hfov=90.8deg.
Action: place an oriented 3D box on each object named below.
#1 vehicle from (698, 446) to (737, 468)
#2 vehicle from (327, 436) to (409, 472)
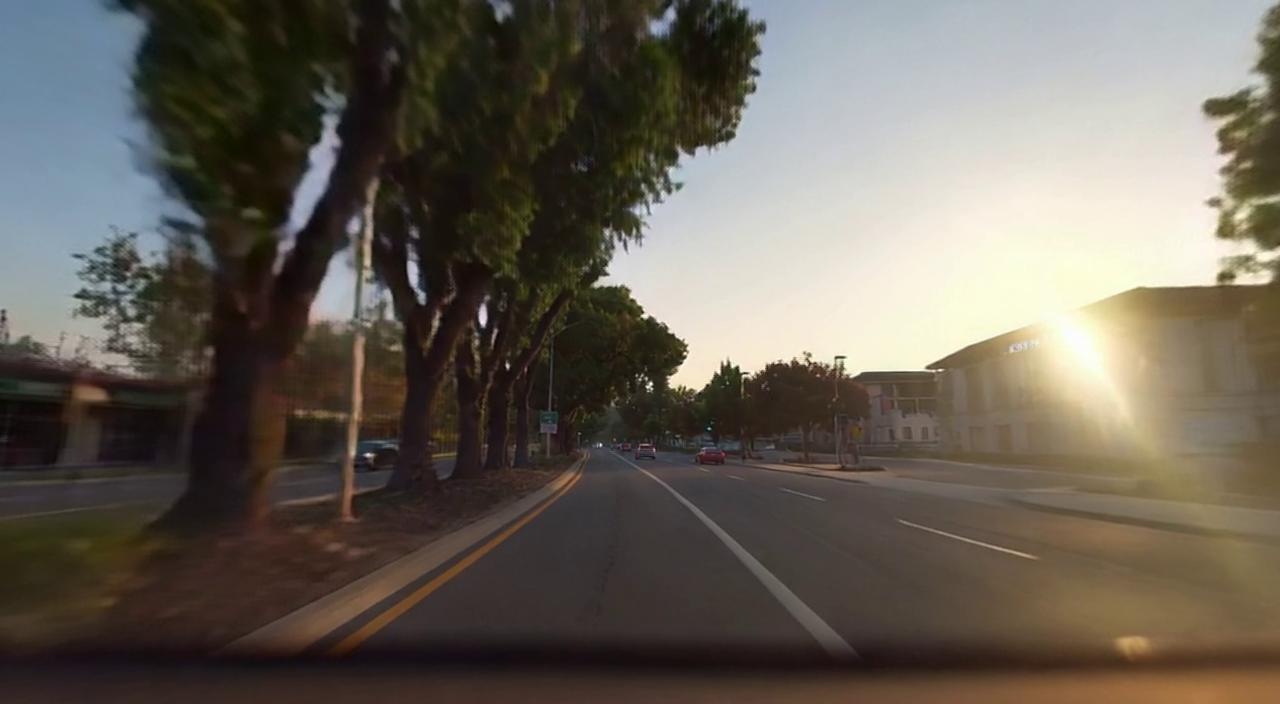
[{"bbox_3d":[5.348,7.333,44.270,1.876,1.474,4.126,1,-9,-5],"label":"vehicle"},{"bbox_3d":[-14.577,5.509,34.205,2.058,1.770,5.291,0,-9,0],"label":"vehicle"}]
